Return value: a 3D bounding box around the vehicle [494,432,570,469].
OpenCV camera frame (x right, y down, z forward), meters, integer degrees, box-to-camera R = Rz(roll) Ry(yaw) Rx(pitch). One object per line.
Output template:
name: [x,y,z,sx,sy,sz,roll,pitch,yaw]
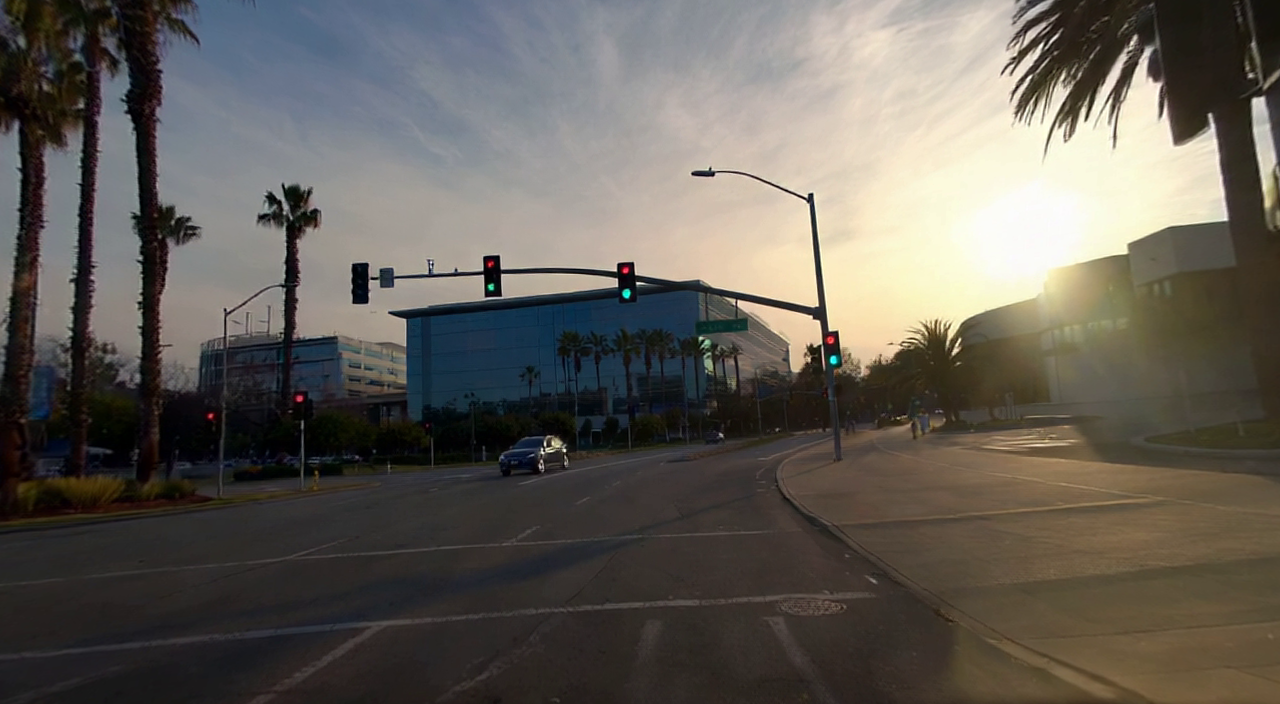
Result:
vehicle: [-5.631,5.228,33.651,2.181,1.792,4.648,-3,-9,16]
